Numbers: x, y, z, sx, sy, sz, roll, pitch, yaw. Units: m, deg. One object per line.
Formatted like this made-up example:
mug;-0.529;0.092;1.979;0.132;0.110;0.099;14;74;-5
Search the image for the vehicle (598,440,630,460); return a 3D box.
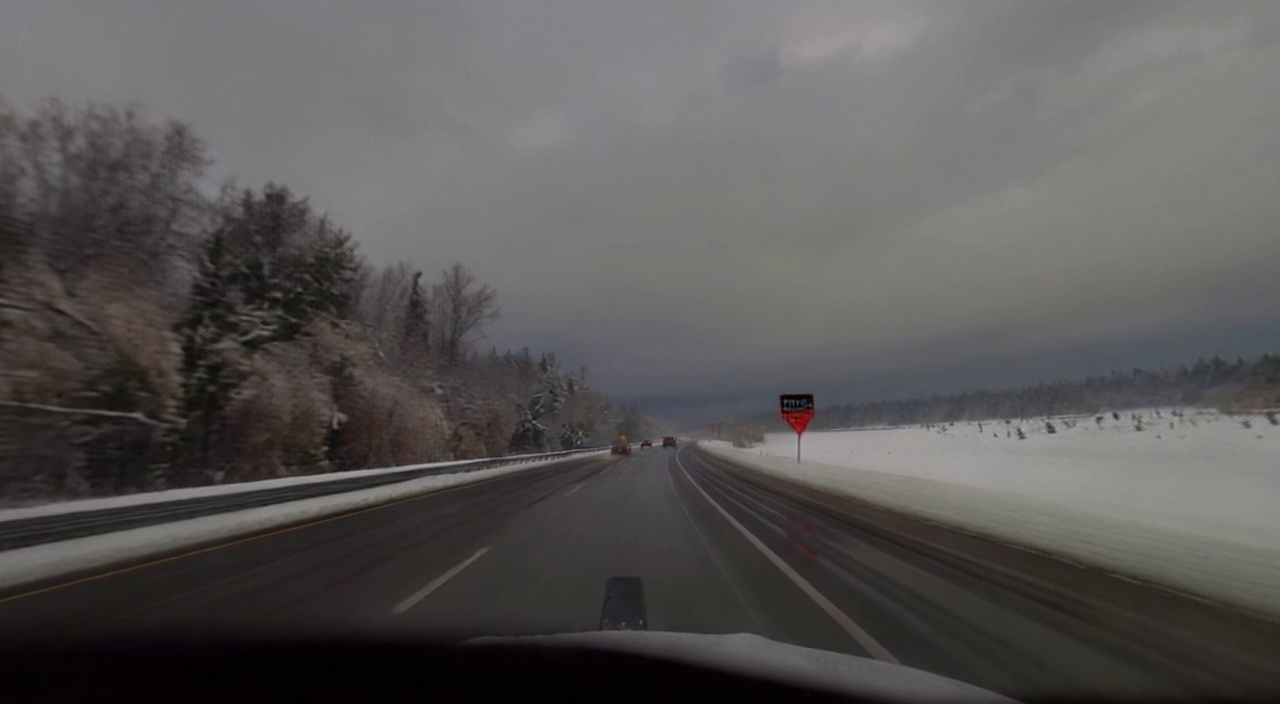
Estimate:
vehicle;-1.903;7.326;47.232;2.118;1.475;4.263;0;-8;2
